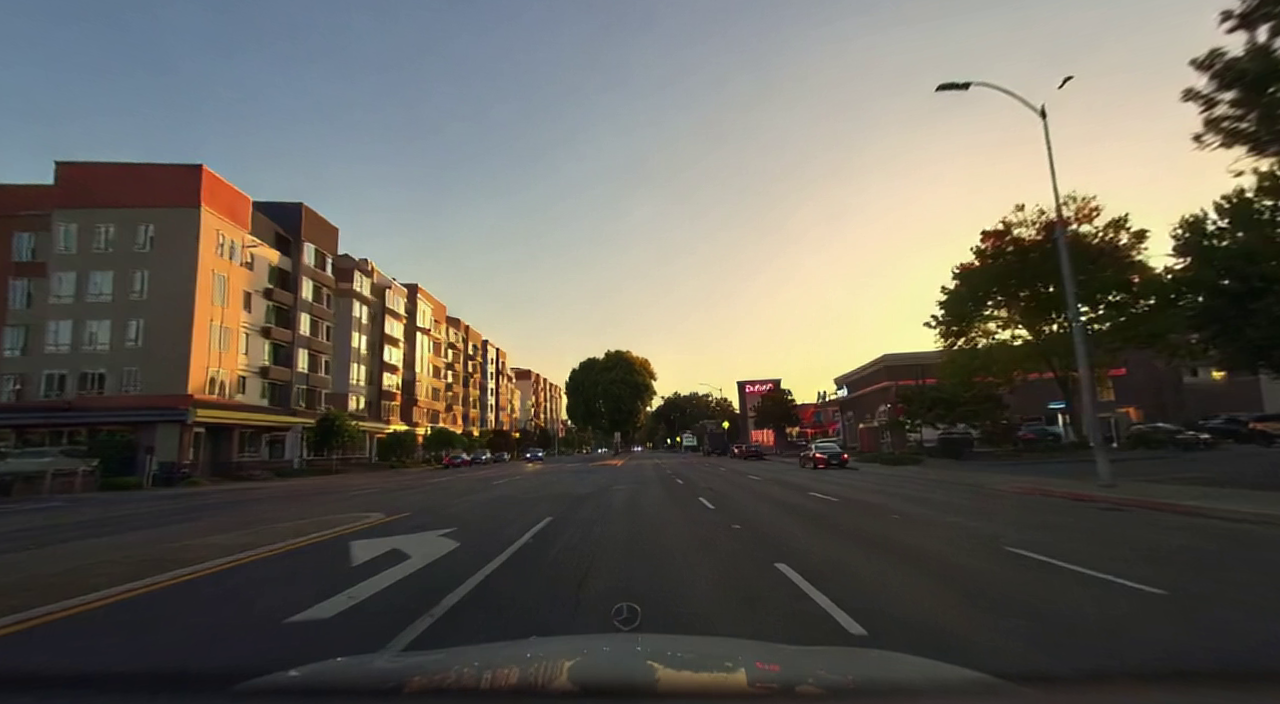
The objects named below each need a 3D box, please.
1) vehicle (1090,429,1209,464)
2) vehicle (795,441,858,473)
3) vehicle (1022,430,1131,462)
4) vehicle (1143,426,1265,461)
[{"bbox_3d":[23.528,4.403,29.424,1.840,1.475,4.442,0,-8,0],"label":"vehicle"},{"bbox_3d":[10.602,5.986,36.305,2.078,1.688,4.557,0,-8,-1],"label":"vehicle"},{"bbox_3d":[20.741,4.510,30.313,1.760,1.438,4.642,1,-8,-3],"label":"vehicle"},{"bbox_3d":[26.143,4.263,29.514,1.908,1.500,4.313,0,-8,4],"label":"vehicle"}]
